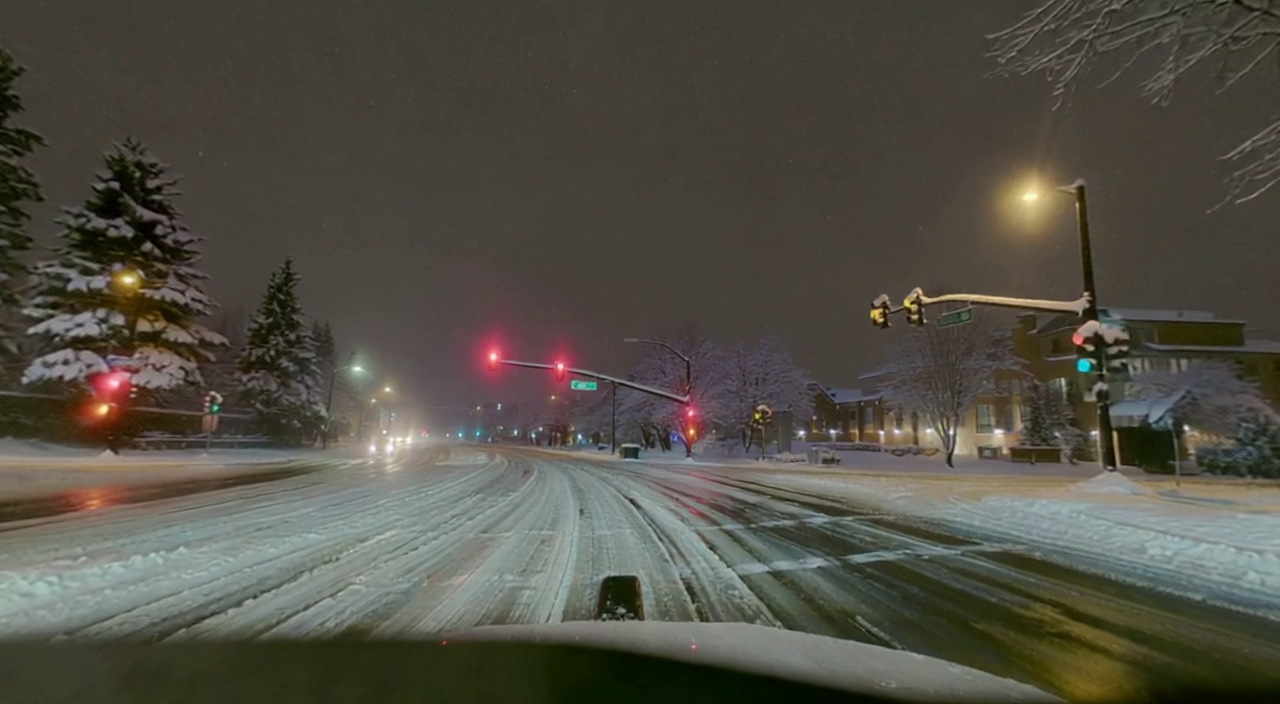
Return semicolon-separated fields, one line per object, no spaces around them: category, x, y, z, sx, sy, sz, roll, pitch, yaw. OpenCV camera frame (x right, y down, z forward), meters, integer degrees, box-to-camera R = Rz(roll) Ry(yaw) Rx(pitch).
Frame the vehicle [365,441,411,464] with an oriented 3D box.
vehicle;-17.122;6.811;43.123;1.969;1.464;4.485;1;-9;-10
